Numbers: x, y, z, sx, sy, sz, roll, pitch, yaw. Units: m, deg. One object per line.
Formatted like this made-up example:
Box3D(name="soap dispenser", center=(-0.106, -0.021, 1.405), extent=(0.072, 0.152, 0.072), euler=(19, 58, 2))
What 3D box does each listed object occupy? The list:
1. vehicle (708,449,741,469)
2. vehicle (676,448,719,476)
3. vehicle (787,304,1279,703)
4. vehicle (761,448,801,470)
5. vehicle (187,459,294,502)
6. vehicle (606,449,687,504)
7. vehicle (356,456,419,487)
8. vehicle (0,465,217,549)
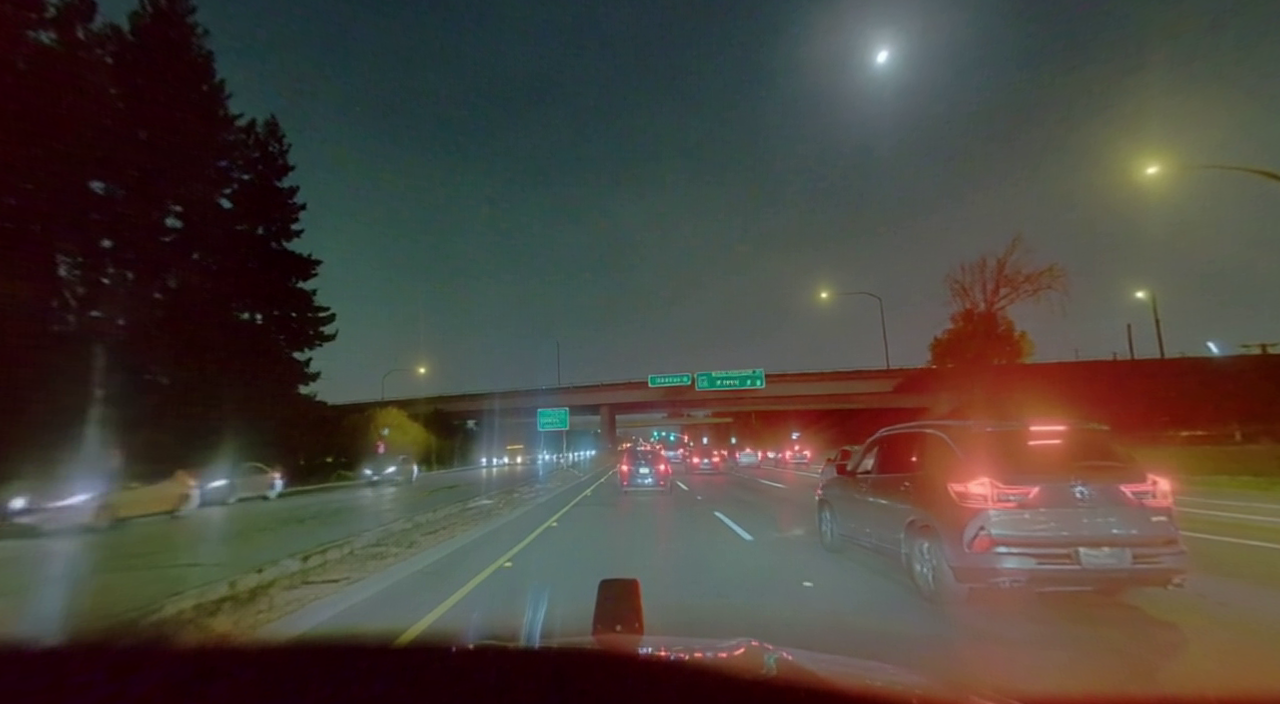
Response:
Box3D(name="vehicle", center=(6.399, 8.155, 48.380), extent=(1.947, 1.466, 3.825), euler=(0, -9, -1))
Box3D(name="vehicle", center=(3.126, 6.073, 35.153), extent=(1.962, 1.431, 4.205), euler=(0, -9, -1))
Box3D(name="vehicle", center=(3.426, 1.212, 5.799), extent=(2.719, 2.033, 5.876), euler=(0, -9, 0))
Box3D(name="vehicle", center=(9.864, 7.486, 44.407), extent=(1.839, 1.453, 3.992), euler=(0, -9, -1))
Box3D(name="vehicle", center=(-19.013, 6.094, 30.380), extent=(1.983, 1.800, 4.811), euler=(0, -9, 0))
Box3D(name="vehicle", center=(0.146, 3.425, 17.817), extent=(2.027, 1.341, 3.775), euler=(0, -9, 0))
Box3D(name="vehicle", center=(-15.158, 7.152, 38.228), extent=(2.009, 1.670, 4.583), euler=(0, -9, -2))
Box3D(name="vehicle", center=(-12.178, 3.368, 14.362), extent=(1.927, 1.439, 4.537), euler=(0, -9, 1))
